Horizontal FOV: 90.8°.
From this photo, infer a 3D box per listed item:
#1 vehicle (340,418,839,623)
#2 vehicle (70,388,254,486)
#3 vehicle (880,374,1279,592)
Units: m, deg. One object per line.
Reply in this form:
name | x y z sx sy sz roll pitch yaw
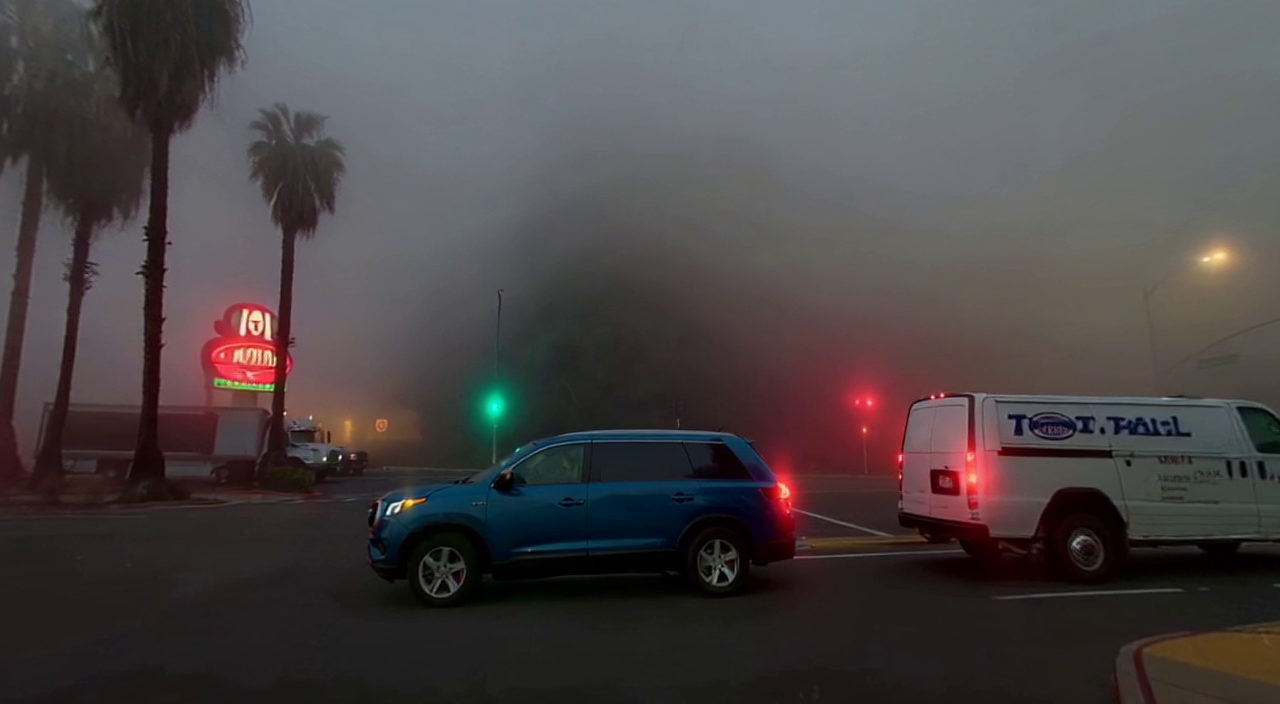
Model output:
vehicle | -0.488 1.646 6.859 4.493 1.728 2.137 1 -9 -9
vehicle | -21.676 4.011 29.439 3.034 3.929 7.699 1 -9 -6
vehicle | 6.634 1.552 8.038 6.246 2.202 2.277 1 -9 -7
